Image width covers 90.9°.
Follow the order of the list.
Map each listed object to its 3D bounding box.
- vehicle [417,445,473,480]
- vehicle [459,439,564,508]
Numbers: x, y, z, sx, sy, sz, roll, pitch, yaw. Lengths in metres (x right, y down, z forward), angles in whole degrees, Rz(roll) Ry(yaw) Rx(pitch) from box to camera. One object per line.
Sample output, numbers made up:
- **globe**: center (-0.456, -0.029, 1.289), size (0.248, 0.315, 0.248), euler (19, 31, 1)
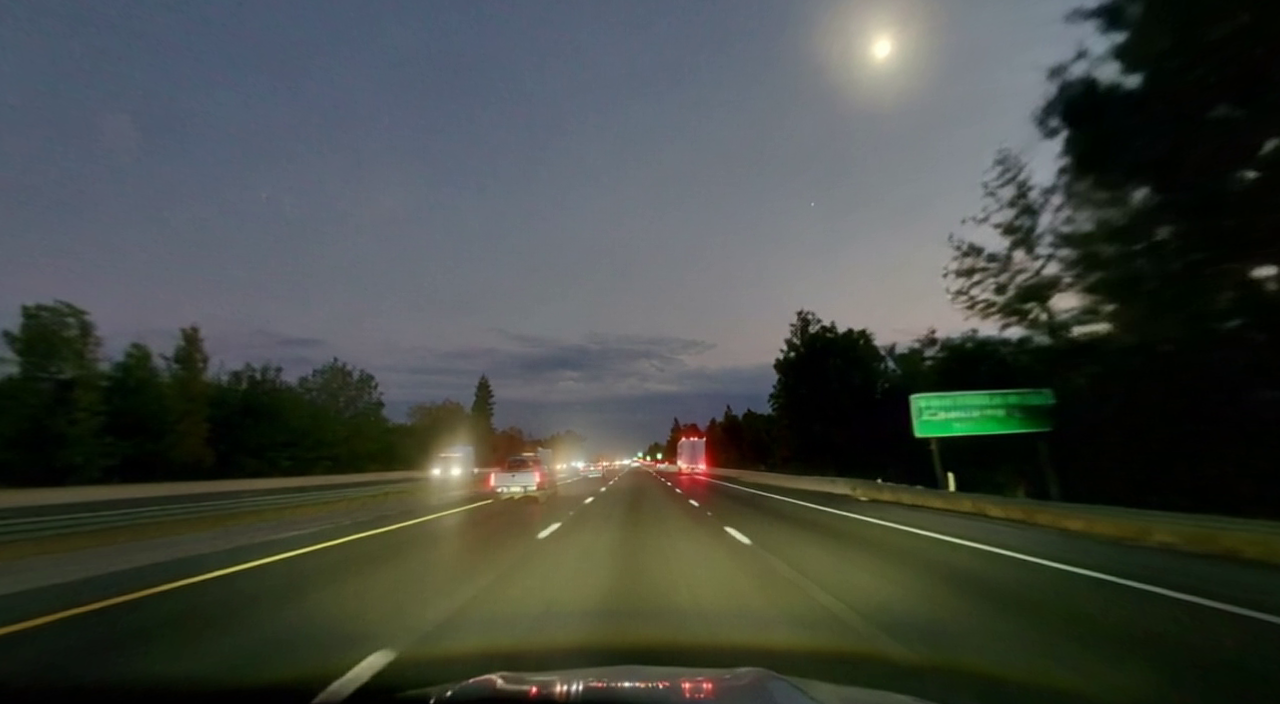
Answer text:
- **vehicle**: center (-15.302, 8.800, 49.994), size (2.333, 2.505, 6.322), euler (1, -10, 0)
- **vehicle**: center (-3.895, 3.836, 20.098), size (2.272, 1.873, 4.832), euler (1, -10, 0)
